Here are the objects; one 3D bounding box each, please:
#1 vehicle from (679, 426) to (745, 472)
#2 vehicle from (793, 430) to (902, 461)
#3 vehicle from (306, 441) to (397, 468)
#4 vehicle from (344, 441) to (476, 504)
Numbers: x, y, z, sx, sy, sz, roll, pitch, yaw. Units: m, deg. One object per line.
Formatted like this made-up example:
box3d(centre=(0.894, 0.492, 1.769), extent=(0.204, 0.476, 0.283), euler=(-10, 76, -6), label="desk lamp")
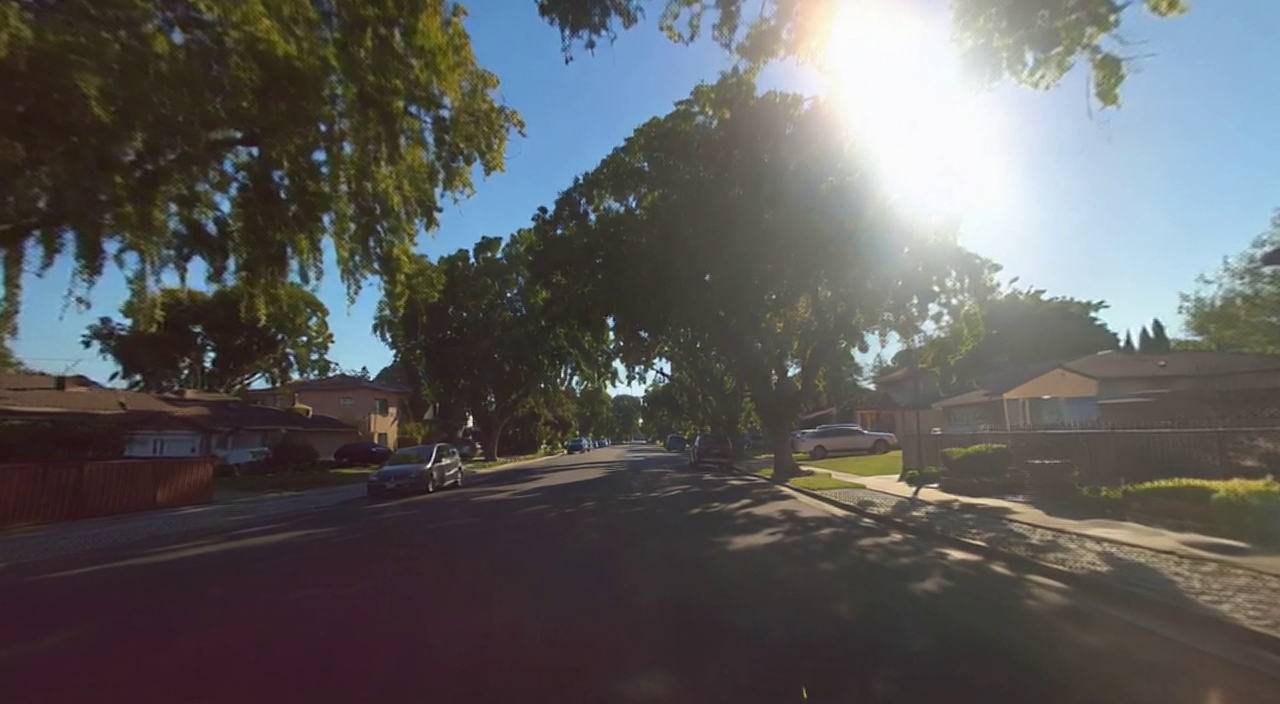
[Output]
box3d(centre=(3.126, 4.378, 28.587), extent=(2.241, 1.875, 5.059), euler=(0, -8, -1), label="vehicle")
box3d(centre=(10.408, 4.769, 32.111), extent=(5.041, 1.486, 1.969), euler=(-2, -9, 14), label="vehicle")
box3d(centre=(-16.286, 5.809, 35.783), extent=(4.276, 1.463, 1.832), euler=(-1, -8, 7), label="vehicle")
box3d(centre=(-6.428, 3.377, 18.243), extent=(2.099, 1.399, 4.357), euler=(-4, -8, 1), label="vehicle")
